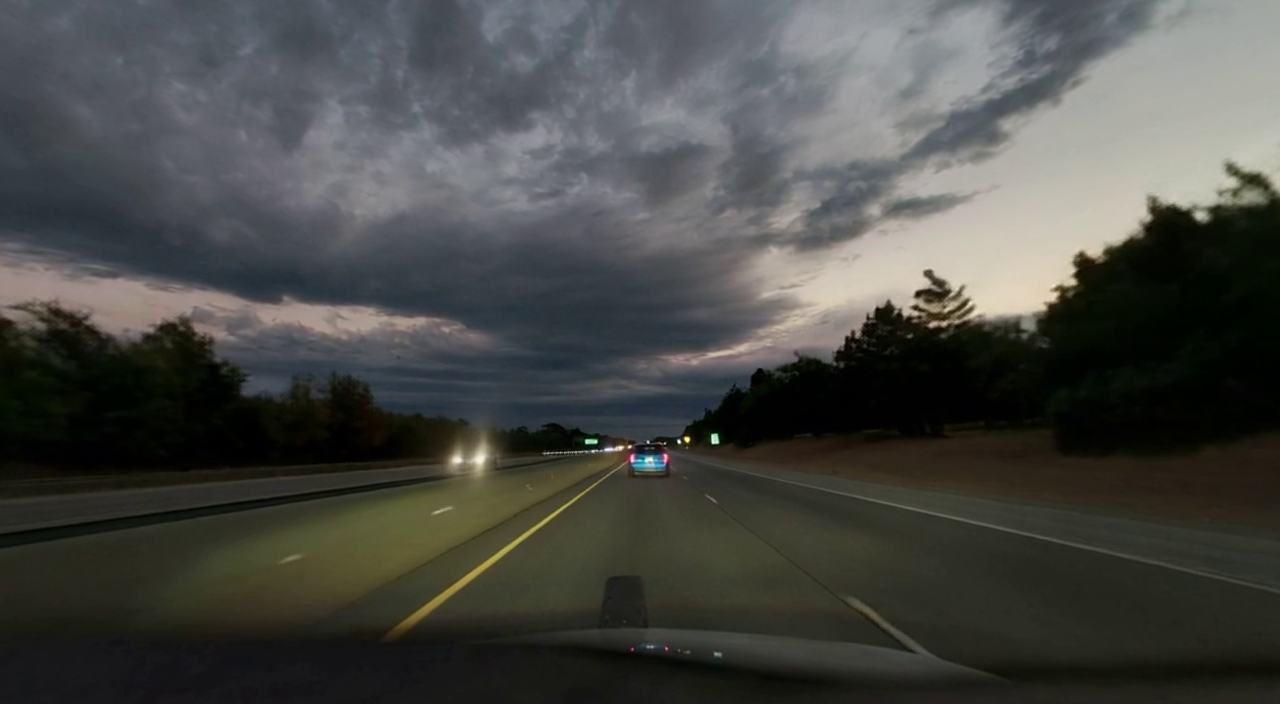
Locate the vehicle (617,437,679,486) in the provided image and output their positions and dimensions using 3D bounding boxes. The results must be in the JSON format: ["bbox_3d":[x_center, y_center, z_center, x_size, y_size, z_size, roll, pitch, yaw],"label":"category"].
[{"bbox_3d":[0.284,4.182,24.279,2.190,1.706,4.062,0,-9,0],"label":"vehicle"}]

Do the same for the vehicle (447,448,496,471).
[{"bbox_3d":[-11.811,7.557,44.469,2.009,1.446,4.694,-1,-9,2],"label":"vehicle"}]
